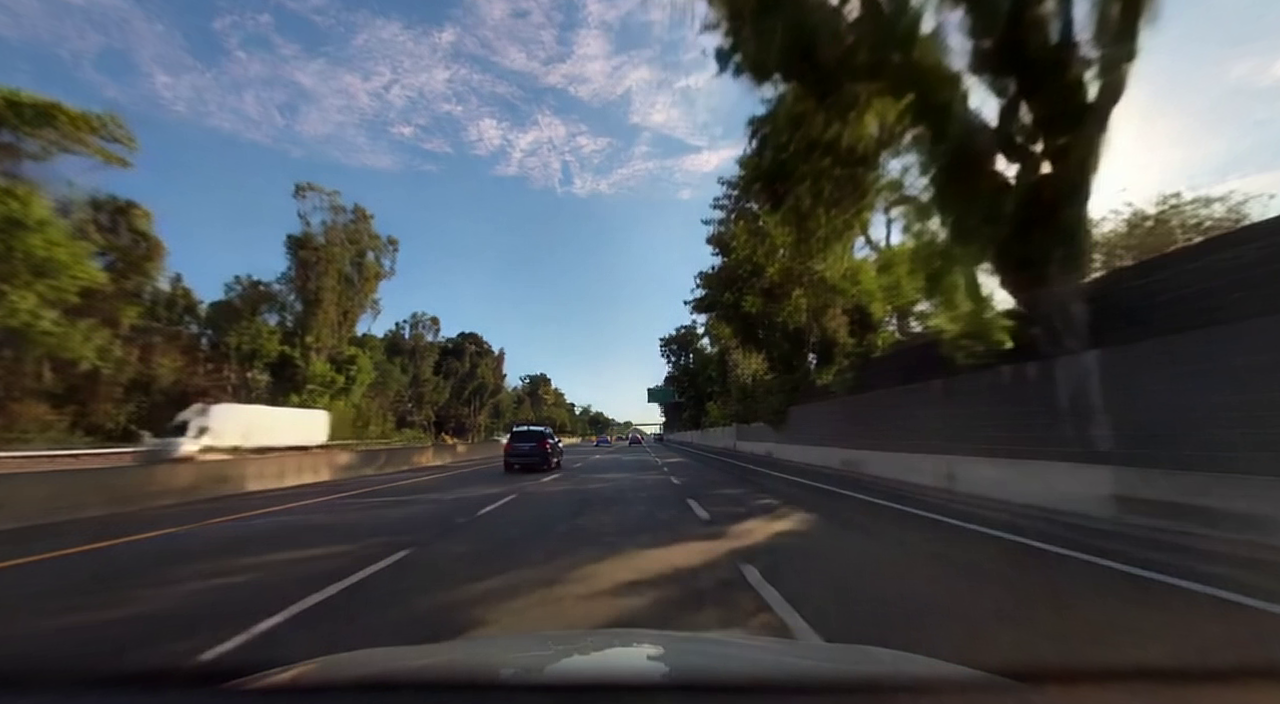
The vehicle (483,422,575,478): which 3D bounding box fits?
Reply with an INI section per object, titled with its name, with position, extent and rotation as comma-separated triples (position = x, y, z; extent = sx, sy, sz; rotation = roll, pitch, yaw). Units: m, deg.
[vehicle]
position = -3.665, 3.346, 21.842
extent = 2.306, 1.730, 4.606
rotation = 0, -8, 1
